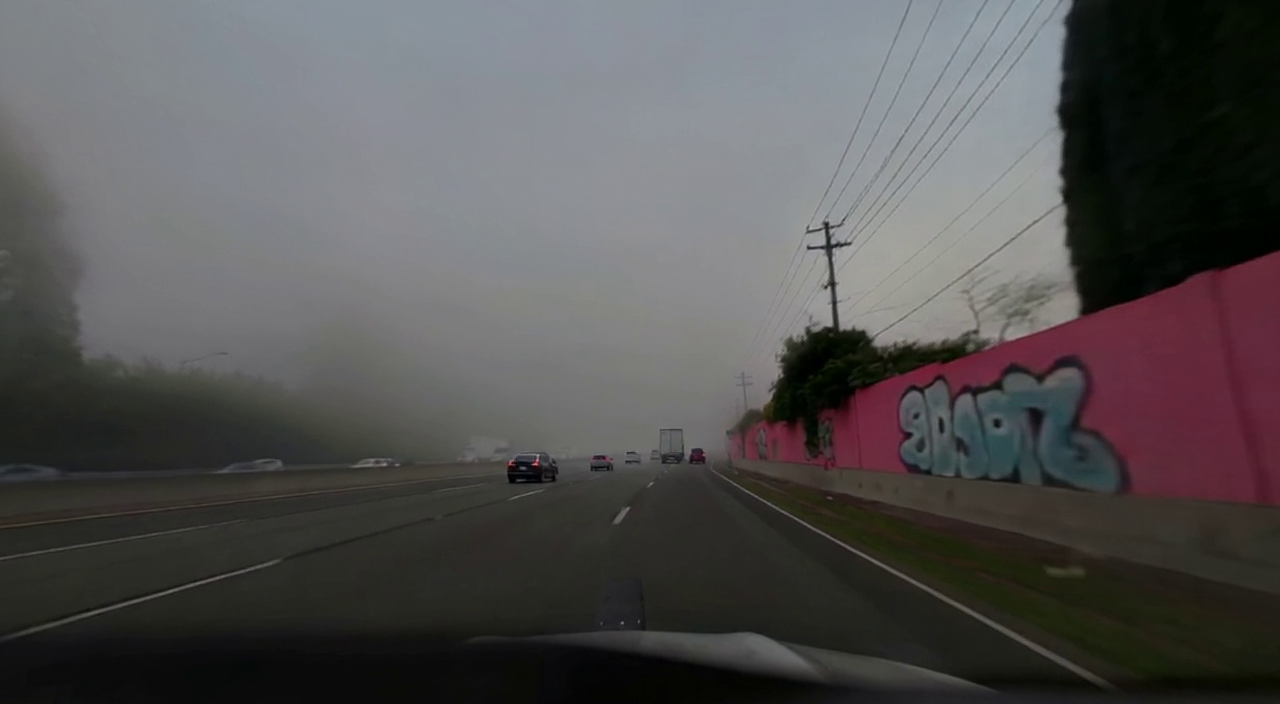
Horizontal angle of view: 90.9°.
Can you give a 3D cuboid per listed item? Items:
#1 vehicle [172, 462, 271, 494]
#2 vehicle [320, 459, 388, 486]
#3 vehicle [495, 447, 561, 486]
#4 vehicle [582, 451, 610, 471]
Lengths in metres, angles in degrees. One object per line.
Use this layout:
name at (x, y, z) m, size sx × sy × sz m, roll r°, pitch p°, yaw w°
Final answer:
vehicle at (-20.884, 6.278, 31.685) m, size 1.860 × 1.423 × 4.198 m, roll -1°, pitch -9°, yaw 4°
vehicle at (-16.475, 6.930, 36.498) m, size 1.840 × 1.431 × 4.016 m, roll -1°, pitch -9°, yaw 4°
vehicle at (-4.782, 4.927, 27.436) m, size 1.966 × 1.565 × 3.766 m, roll -1°, pitch -9°, yaw 4°
vehicle at (-3.283, 8.235, 47.658) m, size 1.708 × 1.489 × 2.840 m, roll -1°, pitch -9°, yaw 5°
